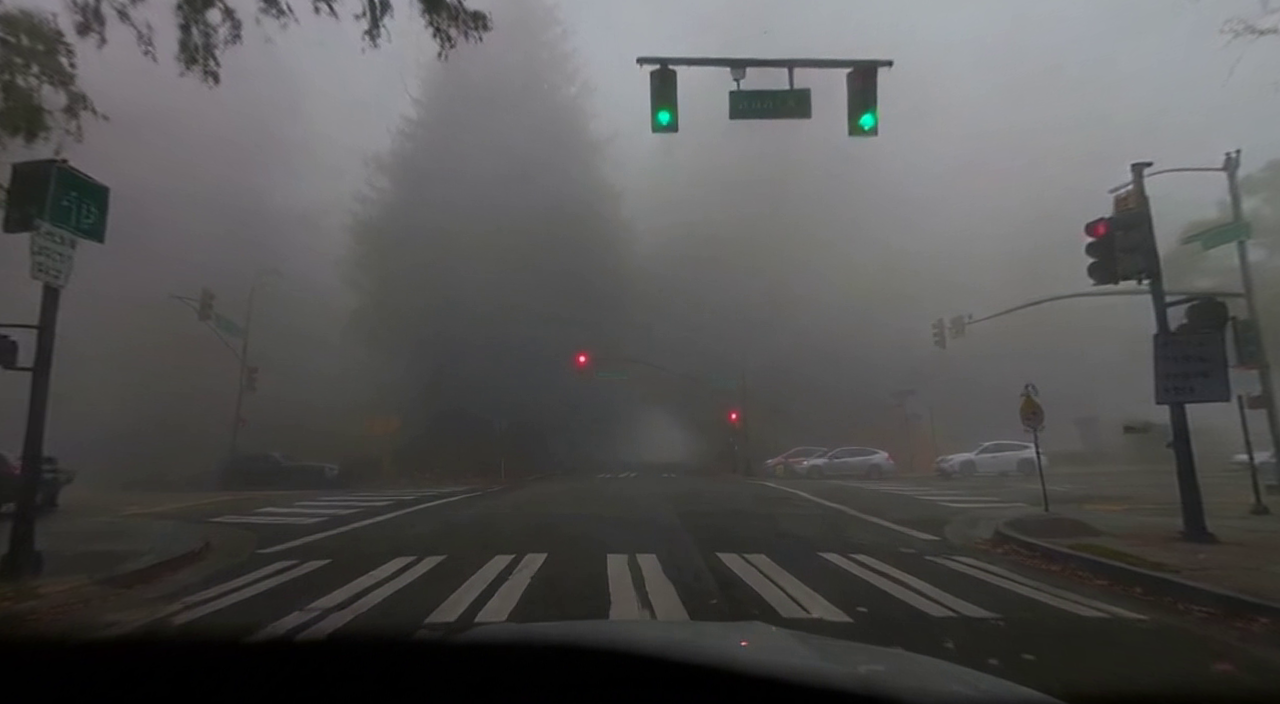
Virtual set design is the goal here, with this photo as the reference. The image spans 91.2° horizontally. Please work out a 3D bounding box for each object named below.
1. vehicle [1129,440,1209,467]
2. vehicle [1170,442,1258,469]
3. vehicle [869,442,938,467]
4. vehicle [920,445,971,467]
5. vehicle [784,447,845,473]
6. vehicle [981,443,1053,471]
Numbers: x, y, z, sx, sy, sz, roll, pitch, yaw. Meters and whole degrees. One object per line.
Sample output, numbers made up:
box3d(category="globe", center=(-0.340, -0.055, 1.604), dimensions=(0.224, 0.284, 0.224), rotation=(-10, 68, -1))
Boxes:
box3d(category="vehicle", center=(29.067, 5.557, 34.538), dimensions=(1.591, 1.332, 3.202), rotation=(-2, -8, 1))
box3d(category="vehicle", center=(31.443, 5.675, 34.452), dimensions=(1.612, 1.402, 3.320), rotation=(-1, -9, 0))
box3d(category="vehicle", center=(16.978, 6.587, 40.336), dimensions=(4.522, 1.546, 1.941), rotation=(6, -11, -35))
box3d(category="vehicle", center=(21.869, 7.456, 44.966), dimensions=(1.923, 1.463, 3.758), rotation=(-1, -8, 3))
box3d(category="vehicle", center=(11.157, 6.832, 39.916), dimensions=(1.955, 1.508, 4.295), rotation=(-9, -12, 43))
box3d(category="vehicle", center=(20.957, 5.839, 35.007), dimensions=(1.851, 1.388, 3.475), rotation=(0, -7, 1))
